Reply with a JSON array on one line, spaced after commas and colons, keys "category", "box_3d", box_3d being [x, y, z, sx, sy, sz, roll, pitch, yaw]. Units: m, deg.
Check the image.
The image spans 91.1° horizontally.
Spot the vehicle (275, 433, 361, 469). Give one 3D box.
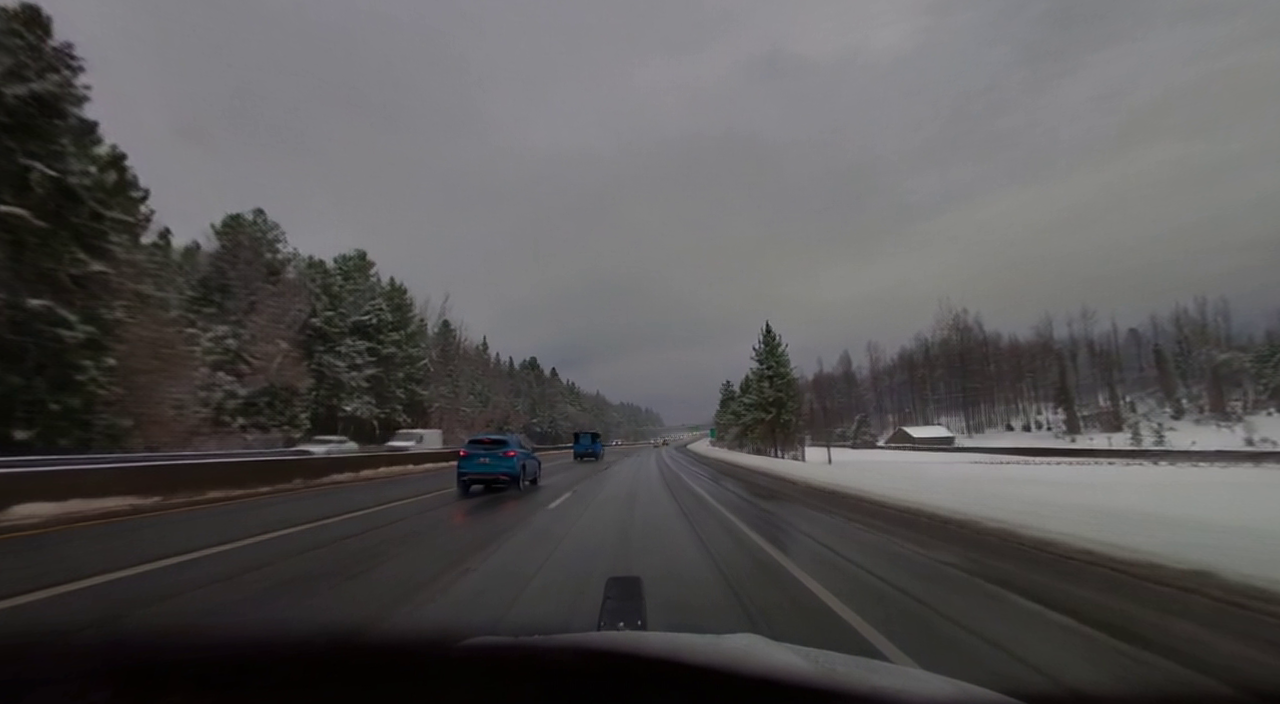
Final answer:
[{"category": "vehicle", "box_3d": [-17.146, 5.303, 33.714, 2.072, 1.769, 4.653, 0, -8, 1]}]

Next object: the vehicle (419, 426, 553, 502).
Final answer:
[{"category": "vehicle", "box_3d": [-3.612, 2.733, 15.770, 2.053, 1.589, 4.671, 0, -8, 2]}]

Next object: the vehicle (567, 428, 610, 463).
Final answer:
[{"category": "vehicle", "box_3d": [-3.262, 6.040, 40.690, 2.241, 2.095, 4.985, 0, -8, 2]}]

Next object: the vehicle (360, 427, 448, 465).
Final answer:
[{"category": "vehicle", "box_3d": [-12.736, 5.144, 34.427, 2.332, 1.841, 5.962, 0, -8, 2]}]
